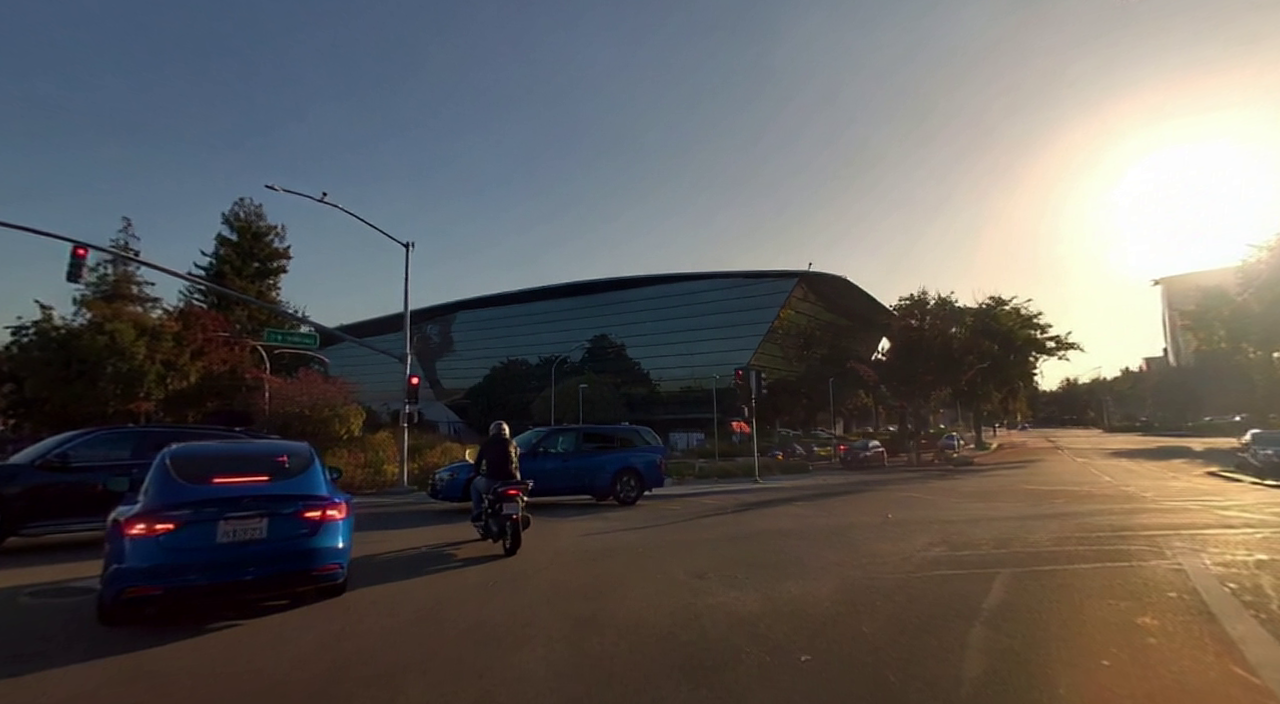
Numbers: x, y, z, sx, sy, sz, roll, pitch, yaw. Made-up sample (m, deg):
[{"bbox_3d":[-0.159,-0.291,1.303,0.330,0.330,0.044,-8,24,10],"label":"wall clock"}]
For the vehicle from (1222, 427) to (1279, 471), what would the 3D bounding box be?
[{"bbox_3d":[22.999,3.480,22.810,1.872,1.467,4.385,-5,-10,31],"label":"vehicle"}]

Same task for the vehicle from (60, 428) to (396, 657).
[{"bbox_3d":[-4.128,1.558,6.388,2.009,1.450,4.182,5,-10,-36],"label":"vehicle"}]

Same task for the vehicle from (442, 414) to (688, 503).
[{"bbox_3d":[-1.955,2.631,16.078,5.833,1.960,2.341,2,-9,-17],"label":"vehicle"}]

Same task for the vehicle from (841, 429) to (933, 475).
[{"bbox_3d":[10.097,4.006,25.583,2.084,1.656,4.583,-7,-10,38],"label":"vehicle"}]

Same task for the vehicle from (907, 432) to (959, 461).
[{"bbox_3d":[16.809,5.402,36.090,2.024,1.543,4.028,-6,-10,32],"label":"vehicle"}]
